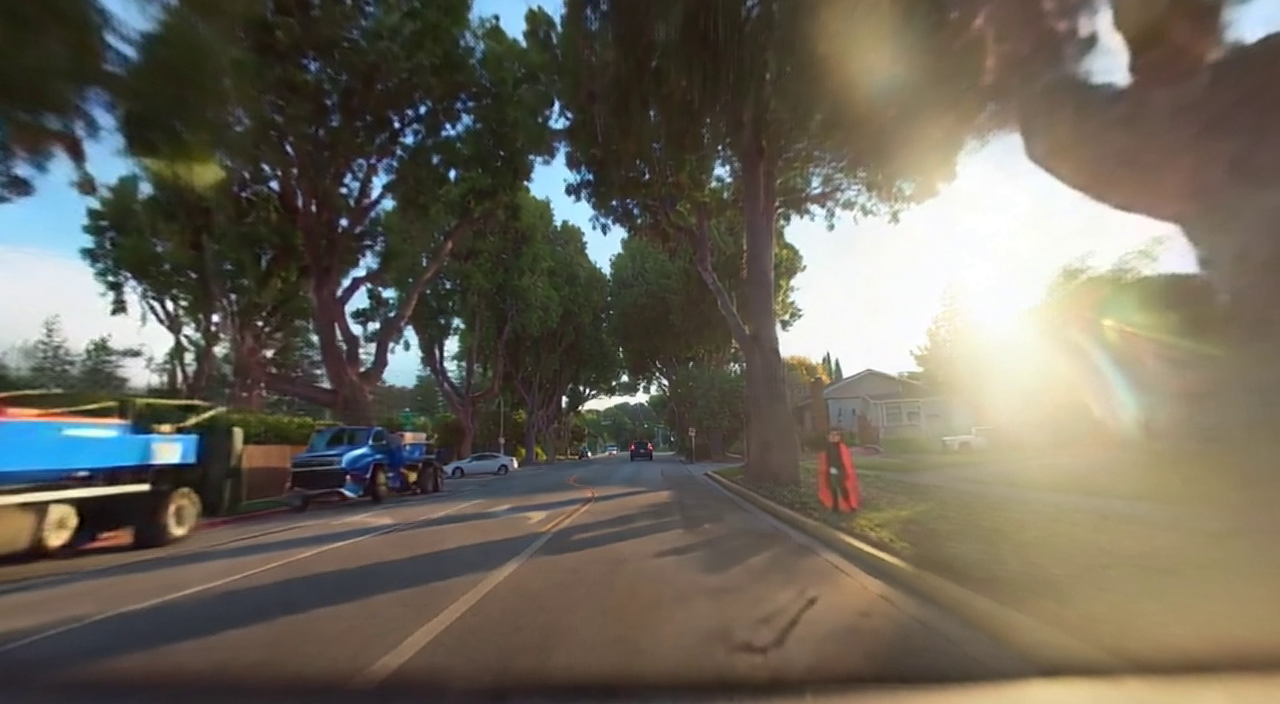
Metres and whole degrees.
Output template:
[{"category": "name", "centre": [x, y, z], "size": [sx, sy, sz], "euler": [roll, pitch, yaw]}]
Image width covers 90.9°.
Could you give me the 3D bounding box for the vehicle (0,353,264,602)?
[{"category": "vehicle", "centre": [-9.476, 1.632, 8.332], "size": [2.970, 3.068, 9.784], "euler": [0, -8, 0]}]

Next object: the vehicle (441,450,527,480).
[{"category": "vehicle", "centre": [-9.176, 6.682, 37.453], "size": [4.594, 1.696, 1.971], "euler": [0, -8, -1]}]

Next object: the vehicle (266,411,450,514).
[{"category": "vehicle", "centre": [-9.216, 3.719, 21.780], "size": [2.816, 2.723, 7.506], "euler": [-5, -9, 1]}]
